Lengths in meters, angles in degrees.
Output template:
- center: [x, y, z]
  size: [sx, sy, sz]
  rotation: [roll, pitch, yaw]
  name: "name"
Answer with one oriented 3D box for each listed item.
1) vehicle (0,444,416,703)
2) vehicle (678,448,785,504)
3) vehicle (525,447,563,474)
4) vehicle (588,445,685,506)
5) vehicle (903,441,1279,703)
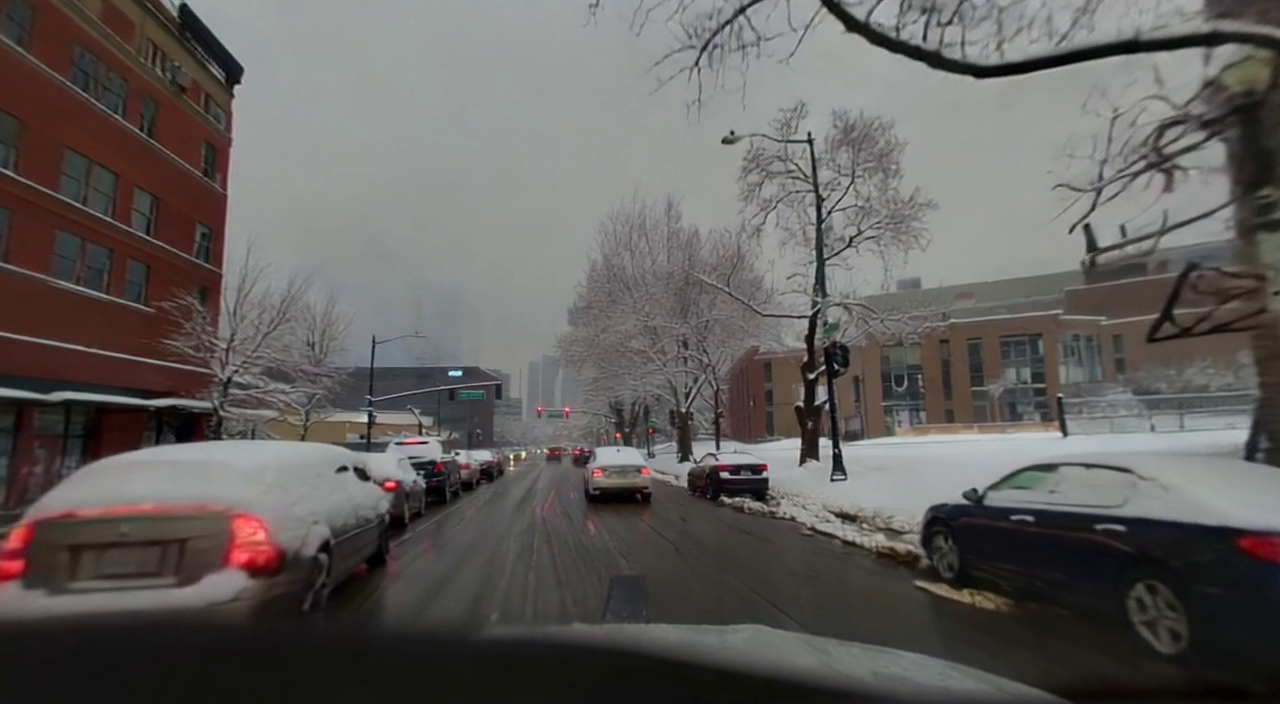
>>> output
- center: [-3.330, 1.516, 5.389]
  size: [2.169, 1.427, 4.531]
  rotation: [2, -9, -14]
  name: "vehicle"
- center: [2.609, 3.677, 19.241]
  size: [1.956, 1.446, 4.537]
  rotation: [1, -9, -9]
  name: "vehicle"
- center: [-5.707, 6.437, 37.627]
  size: [2.102, 1.521, 4.078]
  rotation: [1, -9, -8]
  name: "vehicle"
- center: [-0.263, 3.337, 17.592]
  size: [2.150, 1.464, 4.467]
  rotation: [1, -9, -8]
  name: "vehicle"
- center: [4.208, 1.561, 5.360]
  size: [1.986, 1.555, 3.879]
  rotation: [1, -9, -5]
  name: "vehicle"
